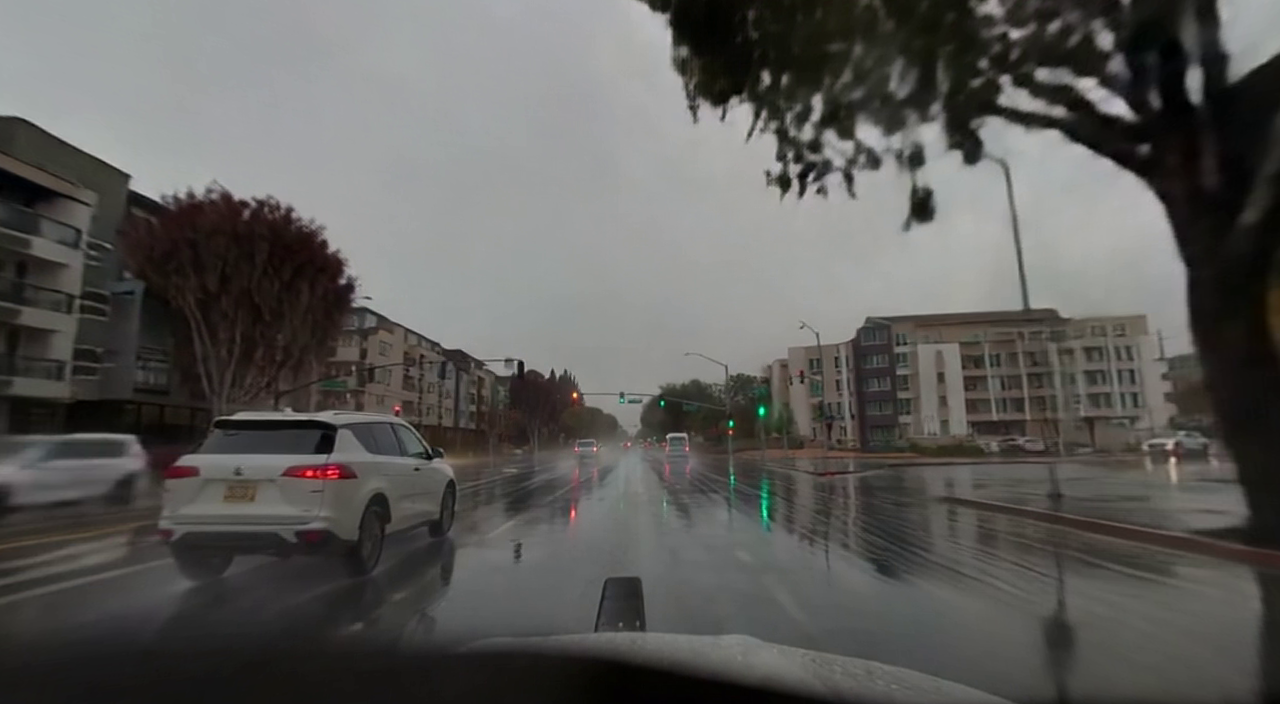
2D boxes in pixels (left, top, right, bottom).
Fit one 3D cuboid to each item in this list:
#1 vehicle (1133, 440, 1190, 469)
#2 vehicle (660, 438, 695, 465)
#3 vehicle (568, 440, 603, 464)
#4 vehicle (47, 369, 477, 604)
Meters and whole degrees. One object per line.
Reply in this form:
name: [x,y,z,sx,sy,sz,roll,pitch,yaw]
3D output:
vehicle: [38.328,7.488,46.557,2.026,1.987,5.331,-5,-9,27]
vehicle: [2.561,6.920,44.055,2.018,1.719,4.369,0,-8,-2]
vehicle: [-3.931,7.293,46.305,2.083,1.685,4.069,0,-8,1]
vehicle: [-3.874,1.515,8.010,2.225,1.984,5.168,0,-8,0]
